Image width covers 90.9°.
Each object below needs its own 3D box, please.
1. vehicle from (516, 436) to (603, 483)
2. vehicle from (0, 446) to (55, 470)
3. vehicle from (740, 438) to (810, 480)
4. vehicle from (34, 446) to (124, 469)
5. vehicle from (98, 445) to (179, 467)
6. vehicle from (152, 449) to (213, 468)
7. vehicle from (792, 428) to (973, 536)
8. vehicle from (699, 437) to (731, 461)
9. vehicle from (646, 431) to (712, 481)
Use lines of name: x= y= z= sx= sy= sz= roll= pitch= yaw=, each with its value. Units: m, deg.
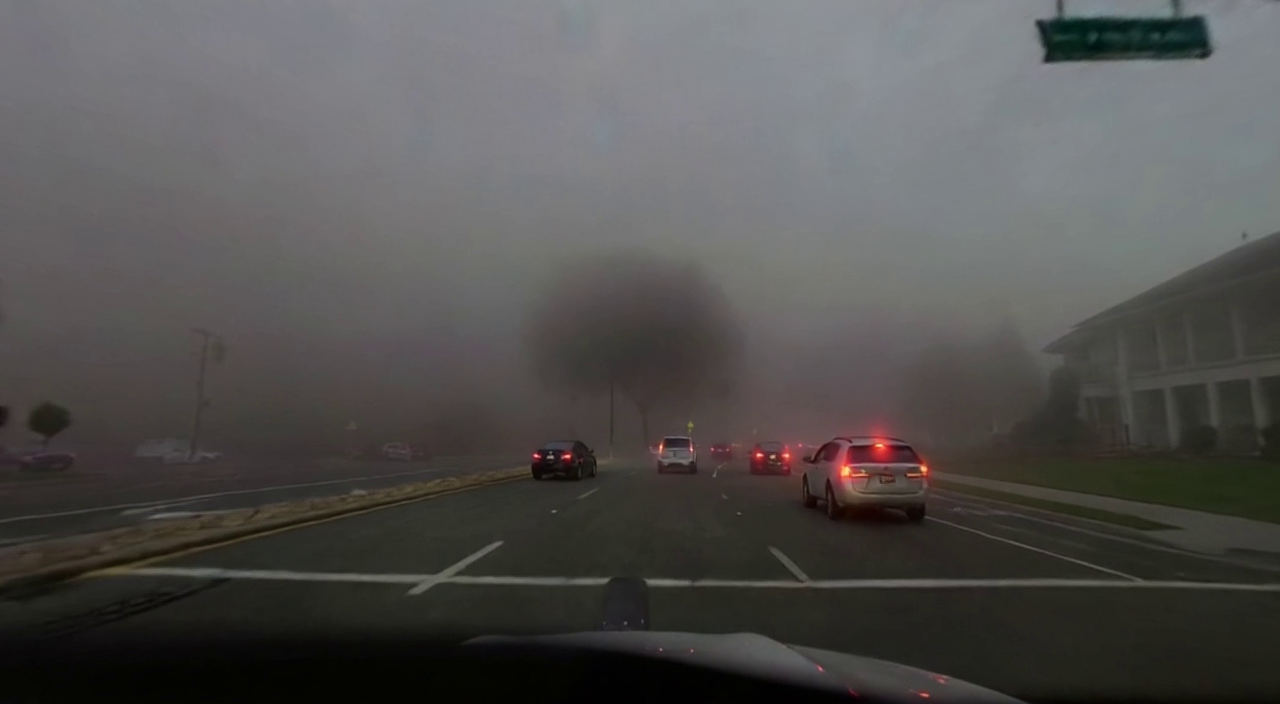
vehicle: x=-2.708 y=3.764 z=22.367 sx=2.006 sy=1.464 sz=4.586 roll=-1 pitch=-9 yaw=7
vehicle: x=-39.791 y=6.688 z=39.796 sx=3.614 sy=1.399 sz=2.065 roll=0 pitch=-8 yaw=3
vehicle: x=5.108 y=4.099 z=24.371 sx=2.117 sy=1.472 sz=4.158 roll=-1 pitch=-9 yaw=5
vehicle: x=-37.612 y=7.061 z=42.323 sx=4.194 sy=1.493 sz=1.992 roll=0 pitch=-9 yaw=2
vehicle: x=-35.743 y=7.421 z=44.995 sx=4.101 sy=1.535 sz=2.002 roll=0 pitch=-8 yaw=4
vehicle: x=-34.587 y=8.038 z=47.681 sx=3.413 sy=1.370 sz=1.645 roll=-1 pitch=-9 yaw=3
vehicle: x=3.935 y=2.146 z=10.910 sx=1.859 sy=1.540 sz=3.454 roll=0 pitch=-9 yaw=2
vehicle: x=5.459 y=7.026 z=45.569 sx=1.798 sy=1.660 sz=3.946 roll=-2 pitch=-9 yaw=13
vehicle: x=1.647 y=4.128 z=25.229 sx=2.250 sy=1.768 sz=4.574 roll=-1 pitch=-9 yaw=8
